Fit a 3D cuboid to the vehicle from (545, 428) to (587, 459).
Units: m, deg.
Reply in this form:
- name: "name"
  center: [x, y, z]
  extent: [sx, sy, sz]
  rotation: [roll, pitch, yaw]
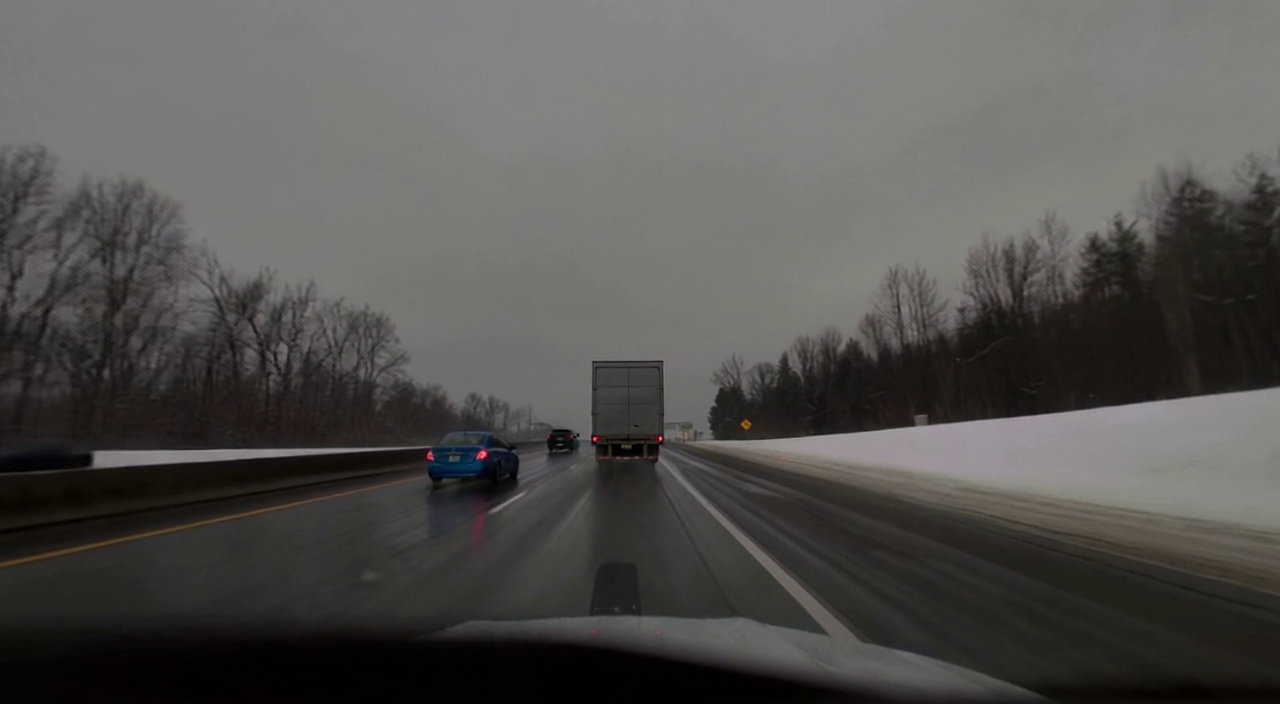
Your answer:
- name: "vehicle"
  center: [-4.593, 5.764, 39.783]
  extent: [2.019, 1.834, 4.644]
  rotation: [0, -8, 0]

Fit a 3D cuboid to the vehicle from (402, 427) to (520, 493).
- name: "vehicle"
  center: [-4.662, 2.861, 17.154]
  extent: [1.931, 1.539, 4.441]
  rotation: [0, -8, 0]

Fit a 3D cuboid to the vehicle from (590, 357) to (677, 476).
- name: "vehicle"
  center: [-0.333, 2.842, 26.512]
  extent: [2.953, 4.041, 10.072]
  rotation: [0, -8, -1]
